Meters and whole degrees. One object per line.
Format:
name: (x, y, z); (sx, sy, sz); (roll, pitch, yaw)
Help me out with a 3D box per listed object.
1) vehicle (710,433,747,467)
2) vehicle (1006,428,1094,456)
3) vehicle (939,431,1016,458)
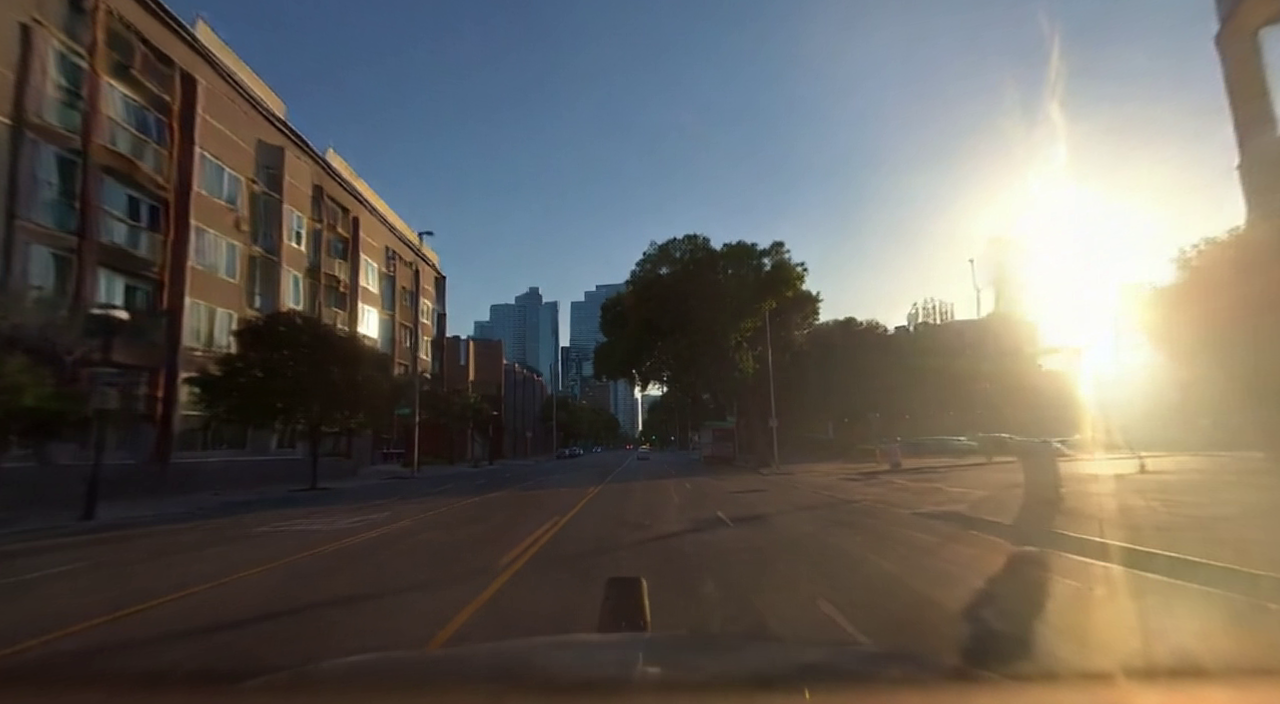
vehicle: (6.566, 7.284, 46.865); (2.021, 2.433, 3.088); (0, -8, -5)
vehicle: (32.380, 7.209, 49.779); (2.097, 1.894, 5.338); (1, -10, -26)
vehicle: (24.709, 6.807, 46.119); (2.005, 1.861, 4.478); (4, -10, -27)
